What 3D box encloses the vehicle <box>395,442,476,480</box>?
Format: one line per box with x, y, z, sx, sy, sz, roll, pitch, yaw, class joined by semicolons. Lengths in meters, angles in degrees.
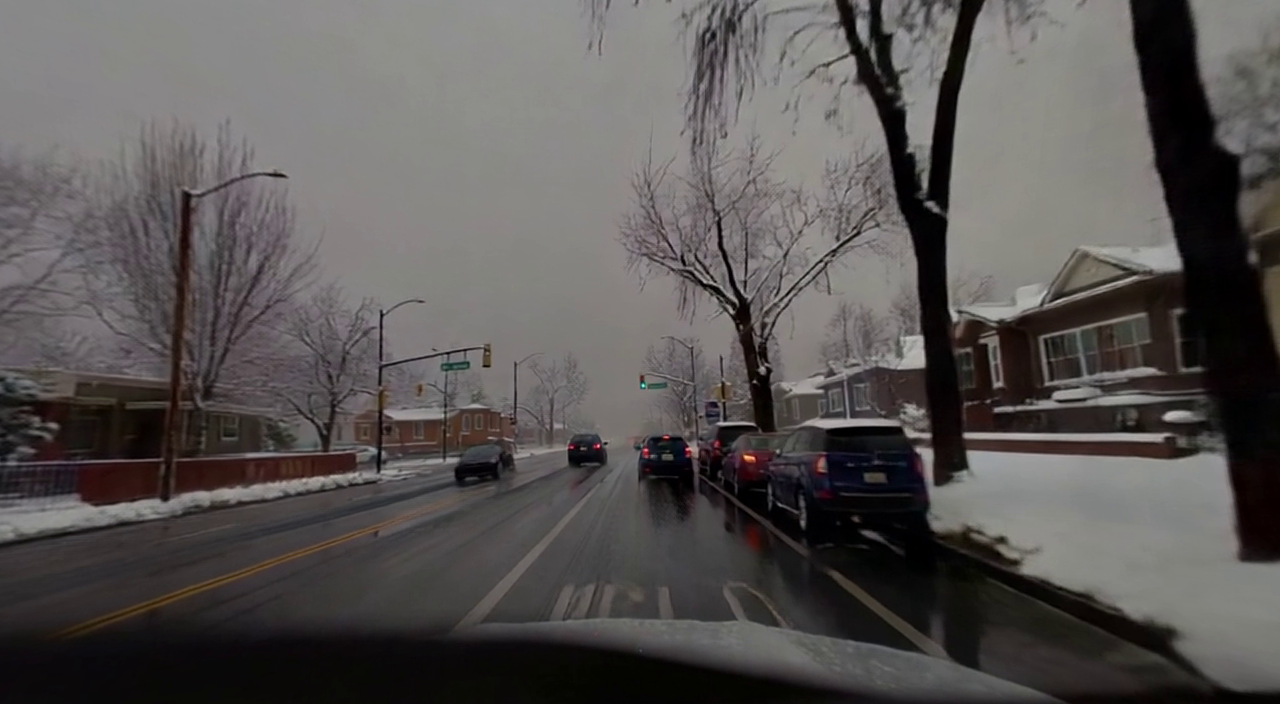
-8.955;4.770;27.947;2.059;1.507;4.379;-1;-8;1;vehicle

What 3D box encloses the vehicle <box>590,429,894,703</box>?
0.442;1.316;4.756;1.485;1.385;3.283;1;-8;-2;vehicle

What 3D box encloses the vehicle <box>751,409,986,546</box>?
3.070;1.754;9.515;1.905;1.589;4.028;0;-8;-2;vehicle

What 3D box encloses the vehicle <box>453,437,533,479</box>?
-5.784;4.199;25.381;2.055;1.521;4.639;-1;-8;1;vehicle

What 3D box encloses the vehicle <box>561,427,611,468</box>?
-2.550;4.608;30.691;1.983;1.841;4.013;-1;-8;1;vehicle
